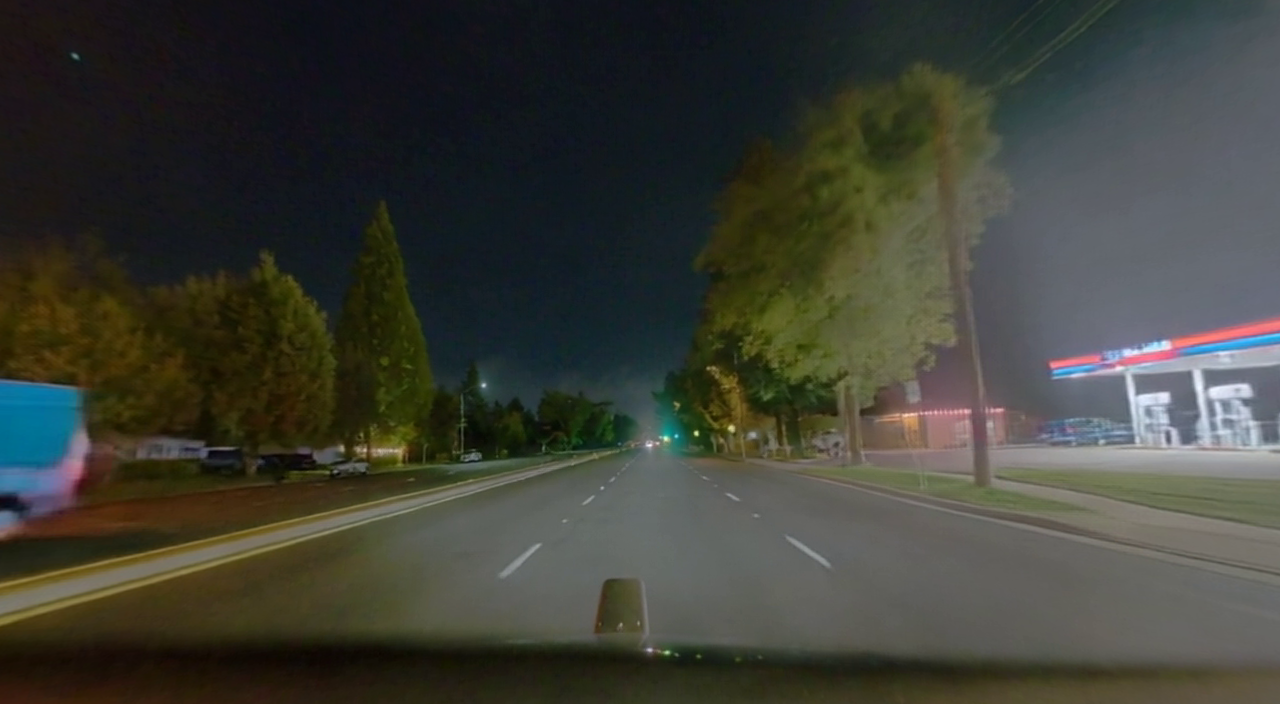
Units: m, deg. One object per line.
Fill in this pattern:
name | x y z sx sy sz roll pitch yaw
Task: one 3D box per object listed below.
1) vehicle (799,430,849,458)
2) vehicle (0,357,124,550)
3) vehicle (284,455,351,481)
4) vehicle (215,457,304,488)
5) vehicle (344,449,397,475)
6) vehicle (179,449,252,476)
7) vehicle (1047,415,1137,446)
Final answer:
vehicle | 13.187 6.627 45.640 2.108 1.877 4.807 -1 -8 0
vehicle | -11.989 1.524 9.352 2.931 3.122 6.555 -1 -8 2
vehicle | -21.061 7.559 41.479 1.787 1.471 4.709 -1 -8 3
vehicle | -21.252 6.715 35.556 1.924 1.479 4.706 -1 -8 2
vehicle | -20.951 8.537 49.310 1.988 1.785 4.802 -1 -8 1
vehicle | -33.244 8.636 49.533 4.201 2.024 2.058 -1 -8 2
vehicle | 31.480 5.564 44.273 2.367 2.056 5.466 -1 -8 2
